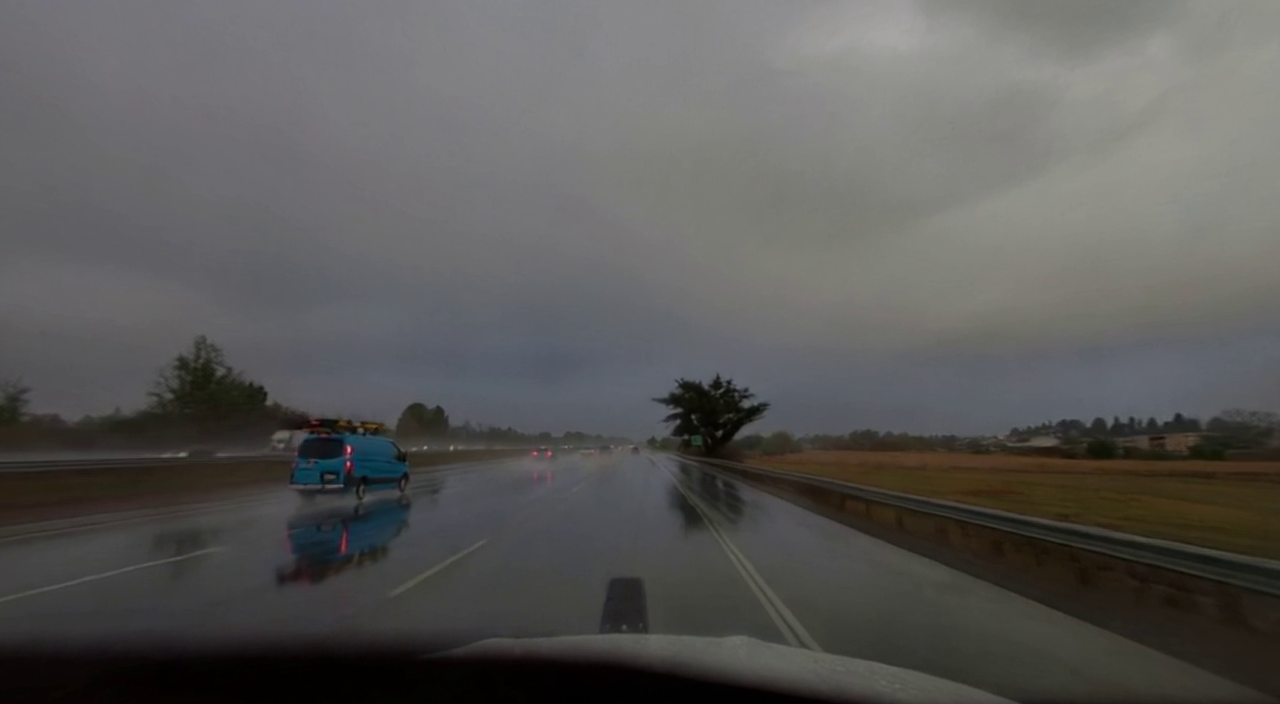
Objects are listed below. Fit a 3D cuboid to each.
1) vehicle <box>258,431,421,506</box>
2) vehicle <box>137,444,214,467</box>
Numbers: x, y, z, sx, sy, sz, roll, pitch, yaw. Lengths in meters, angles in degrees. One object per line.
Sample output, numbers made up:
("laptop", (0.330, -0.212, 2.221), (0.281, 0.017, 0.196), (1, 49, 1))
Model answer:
("vehicle", (-7.957, 3.130, 17.382), (2.093, 1.752, 4.771), (0, -9, 0))
("vehicle", (-33.011, 7.344, 44.994), (1.879, 1.491, 4.819), (0, -9, 0))
